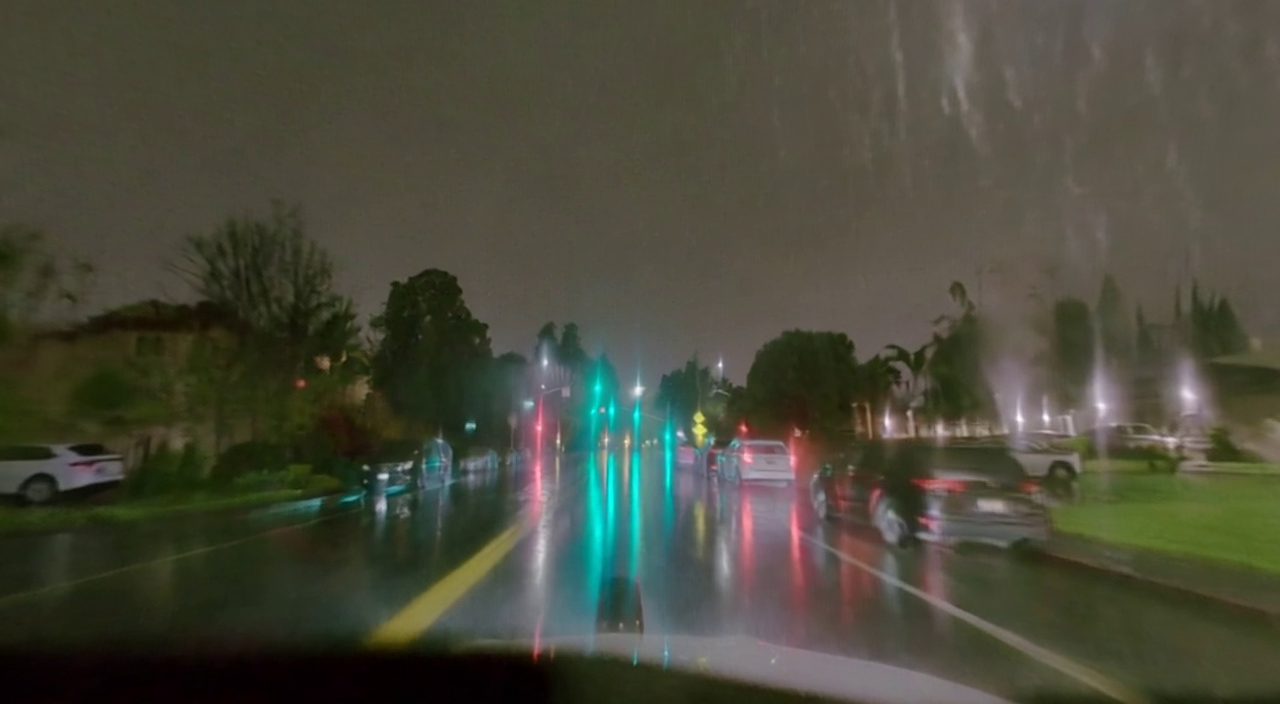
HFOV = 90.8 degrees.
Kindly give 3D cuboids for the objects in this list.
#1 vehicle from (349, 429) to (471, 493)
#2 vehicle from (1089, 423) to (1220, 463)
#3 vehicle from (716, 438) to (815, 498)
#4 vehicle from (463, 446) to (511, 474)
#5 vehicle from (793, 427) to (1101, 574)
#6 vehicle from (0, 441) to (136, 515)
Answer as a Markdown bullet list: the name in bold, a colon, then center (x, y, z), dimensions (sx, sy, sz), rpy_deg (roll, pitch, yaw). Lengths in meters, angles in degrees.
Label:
- **vehicle**: center (-8.089, 3.904, 23.007), dimensions (2.420, 2.004, 5.615), rpy_deg (0, -9, -1)
- **vehicle**: center (24.599, 4.373, 30.314), dimensions (4.476, 1.795, 2.055), rpy_deg (0, -9, -2)
- **vehicle**: center (3.451, 3.282, 18.252), dimensions (1.809, 1.513, 4.264), rpy_deg (0, -9, -3)
- **vehicle**: center (-8.509, 6.006, 35.438), dimensions (1.860, 1.476, 4.594), rpy_deg (0, -9, -4)
- **vehicle**: center (3.833, 1.913, 8.993), dimensions (1.955, 1.536, 4.395), rpy_deg (0, -9, -4)
- **vehicle**: center (-14.586, 2.930, 15.077), dimensions (1.848, 1.562, 3.827), rpy_deg (0, -8, 1)
